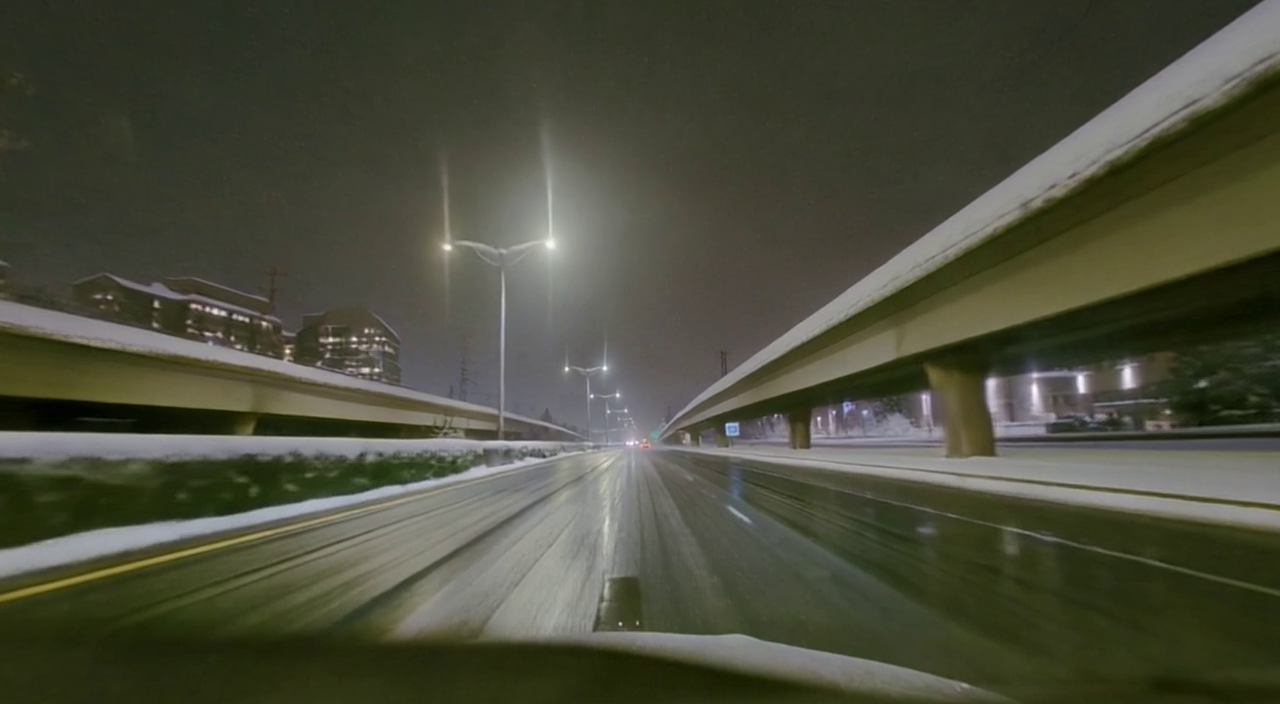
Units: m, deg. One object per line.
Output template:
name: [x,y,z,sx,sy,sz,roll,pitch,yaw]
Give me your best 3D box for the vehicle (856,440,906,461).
vehicle: [18.750,7.669,49.373,2.059,1.457,4.537,-1,-8,-1]
